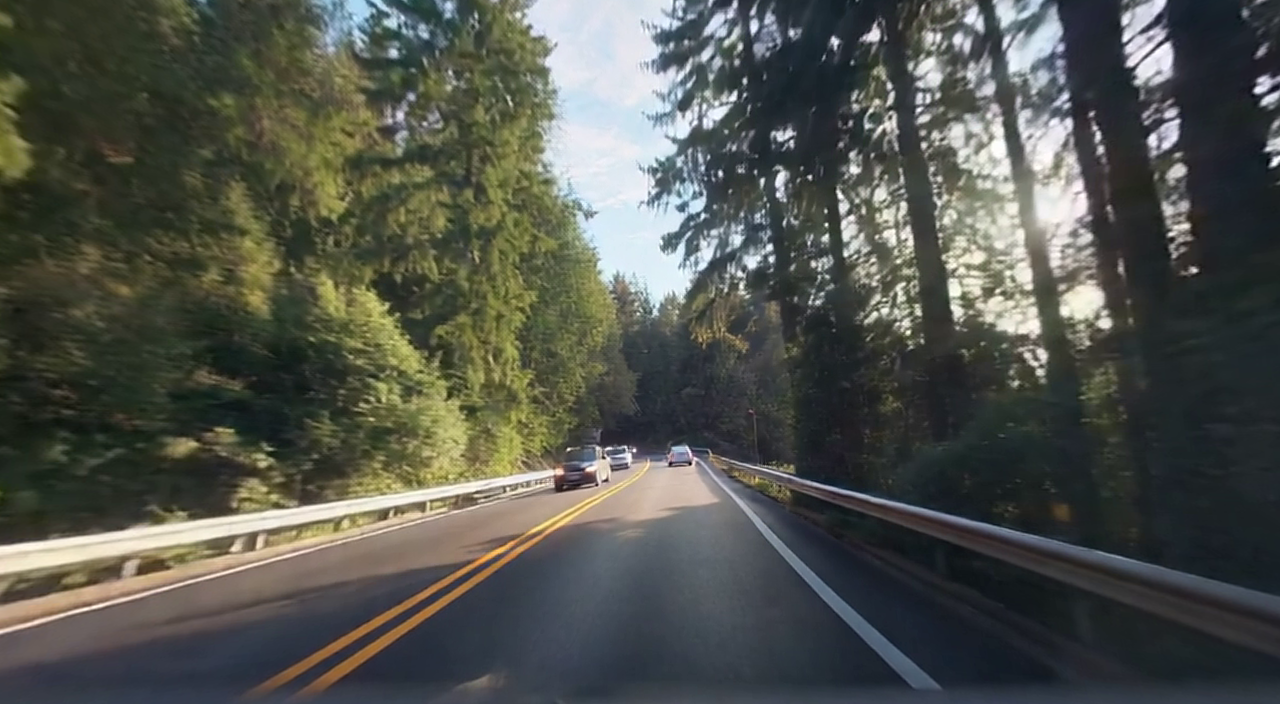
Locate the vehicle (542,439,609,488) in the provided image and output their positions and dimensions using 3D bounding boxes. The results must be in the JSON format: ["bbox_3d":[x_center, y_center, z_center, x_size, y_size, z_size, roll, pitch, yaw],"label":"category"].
[{"bbox_3d":[-2.730,4.852,27.896,2.170,1.872,4.643,1,-8,4],"label":"vehicle"}]

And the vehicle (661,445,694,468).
[{"bbox_3d":[2.567,7.252,43.990,2.120,1.491,4.349,1,-8,2],"label":"vehicle"}]

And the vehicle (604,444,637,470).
[{"bbox_3d":[-1.422,7.885,47.741,2.066,1.827,5.178,1,-8,3],"label":"vehicle"}]
